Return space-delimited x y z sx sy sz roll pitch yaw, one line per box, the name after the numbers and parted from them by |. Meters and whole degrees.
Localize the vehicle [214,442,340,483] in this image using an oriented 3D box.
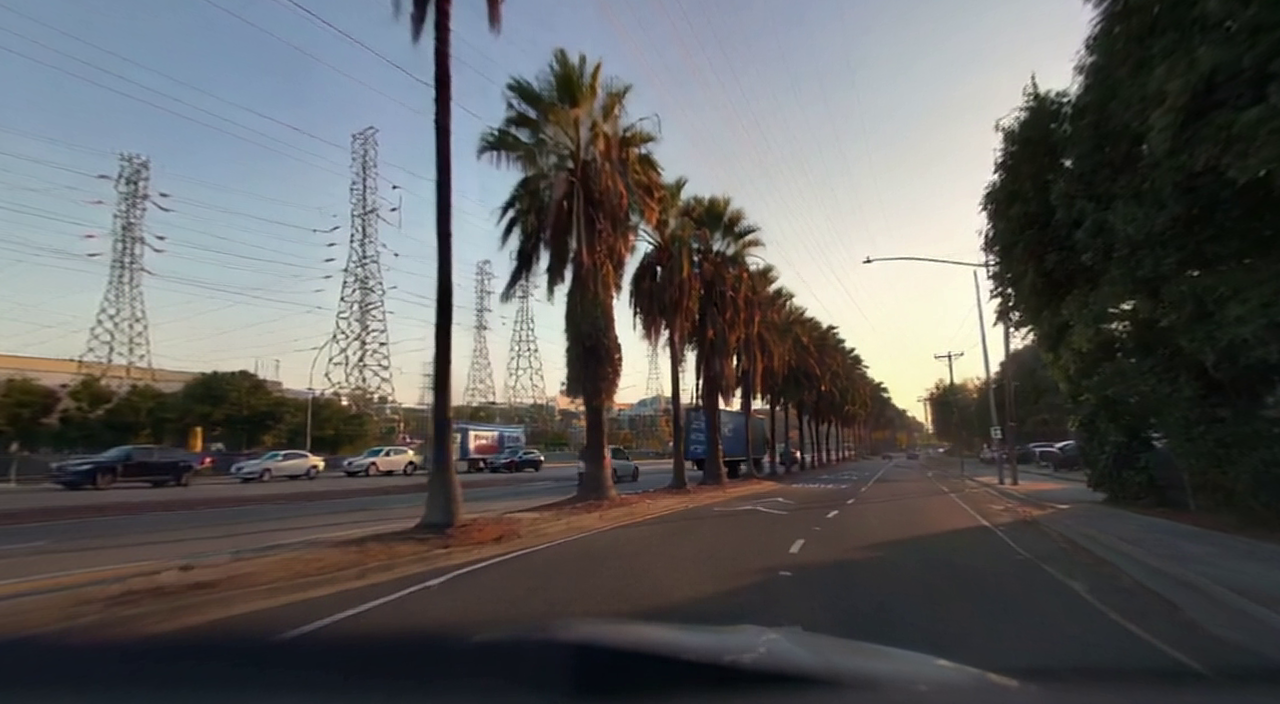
-15.544 4.862 27.323 1.785 1.502 4.457 -6 -14 22 | vehicle

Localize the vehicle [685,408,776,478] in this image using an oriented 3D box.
6.254 6.044 41.558 2.903 3.933 11.567 -4 -10 23 | vehicle

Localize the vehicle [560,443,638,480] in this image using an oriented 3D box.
-2.235 6.316 36.828 2.266 1.950 5.866 -4 -10 21 | vehicle

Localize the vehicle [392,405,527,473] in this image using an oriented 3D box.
-12.340 6.498 44.971 2.907 3.760 11.193 -6 -14 21 | vehicle

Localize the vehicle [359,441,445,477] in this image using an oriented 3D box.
-12.899 5.911 34.492 1.833 1.578 4.412 -10 -15 22 | vehicle

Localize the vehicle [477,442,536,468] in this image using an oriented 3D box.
-9.039 7.080 43.001 1.751 1.639 4.434 -6 -12 21 | vehicle

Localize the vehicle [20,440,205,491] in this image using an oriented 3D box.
-18.296 3.929 22.176 1.847 1.567 4.532 -4 -10 22 | vehicle
